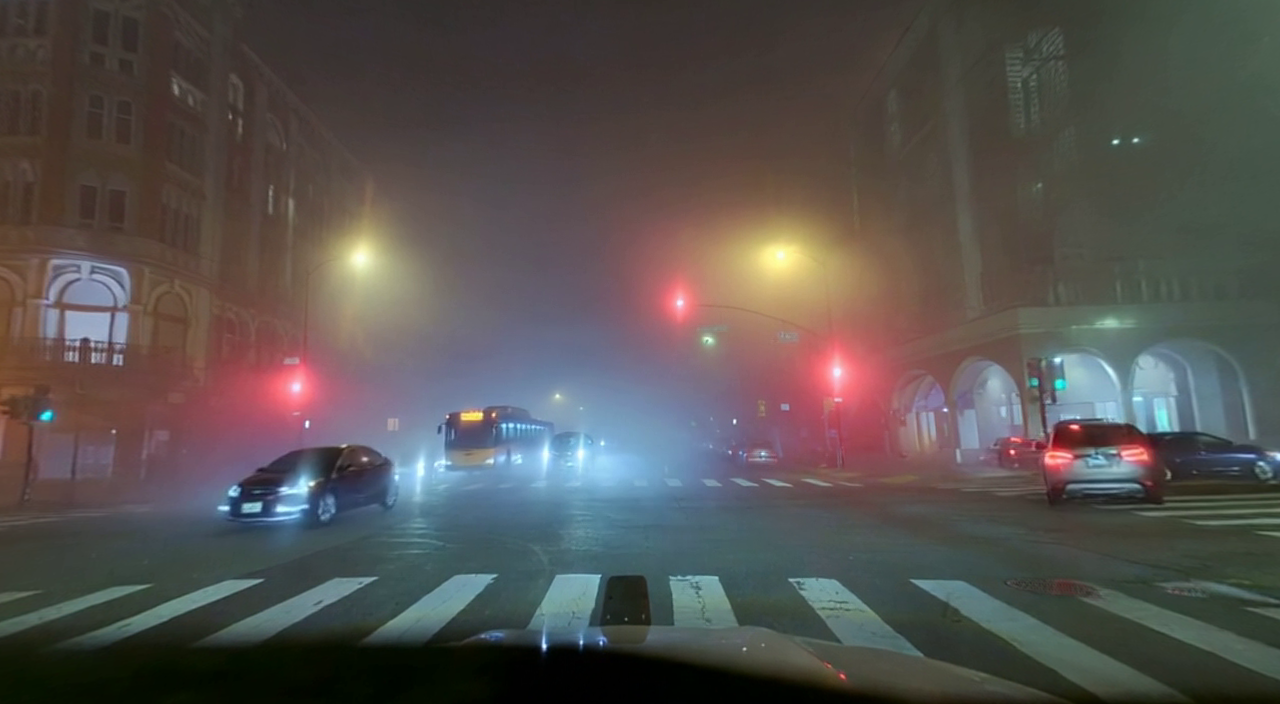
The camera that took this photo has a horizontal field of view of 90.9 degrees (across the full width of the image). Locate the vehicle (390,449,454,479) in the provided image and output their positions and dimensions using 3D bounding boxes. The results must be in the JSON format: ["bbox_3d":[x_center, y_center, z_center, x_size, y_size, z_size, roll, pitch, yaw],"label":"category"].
[{"bbox_3d":[-11.939,6.115,34.796,1.998,1.505,4.405,0,-8,0],"label":"vehicle"}]

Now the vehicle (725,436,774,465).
[{"bbox_3d":[6.243,5.643,36.296,1.926,1.574,3.961,0,-8,-2],"label":"vehicle"}]

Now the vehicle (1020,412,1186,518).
[{"bbox_3d":[8.353,1.996,11.607,1.912,1.505,4.889,-6,-10,34],"label":"vehicle"}]

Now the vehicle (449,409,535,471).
[{"bbox_3d":[-8.930,5.564,39.601,2.981,3.391,9.957,0,-8,0],"label":"vehicle"}]

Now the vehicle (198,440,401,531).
[{"bbox_3d":[-6.483,2.544,12.639,1.861,1.508,4.052,0,-8,-1],"label":"vehicle"}]

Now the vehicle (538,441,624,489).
[{"bbox_3d":[-2.113,3.702,21.159,1.904,1.402,4.759,3,-9,-18],"label":"vehicle"}]
